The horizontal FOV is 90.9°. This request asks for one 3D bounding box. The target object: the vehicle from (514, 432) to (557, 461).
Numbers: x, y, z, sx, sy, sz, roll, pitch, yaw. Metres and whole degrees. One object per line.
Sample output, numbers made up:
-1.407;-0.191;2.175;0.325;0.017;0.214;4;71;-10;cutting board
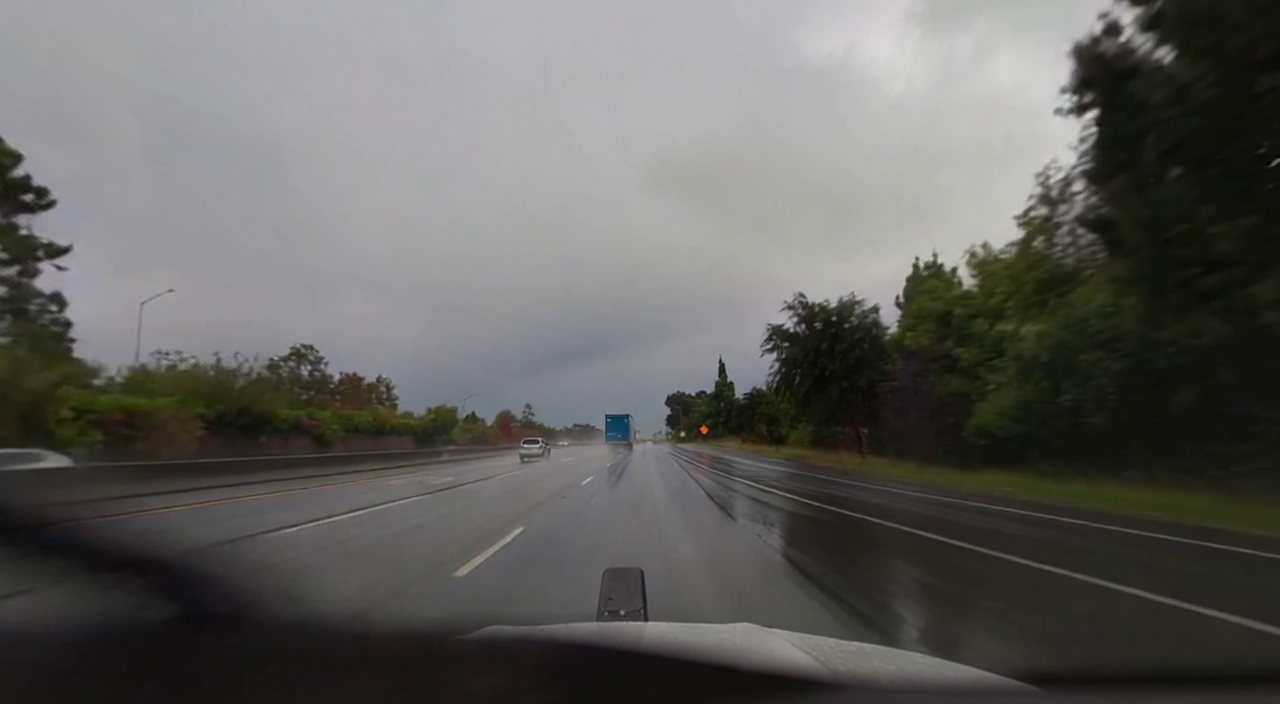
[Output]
-7.089;6.454;43.071;2.043;1.828;4.436;0;-8;2;vehicle
